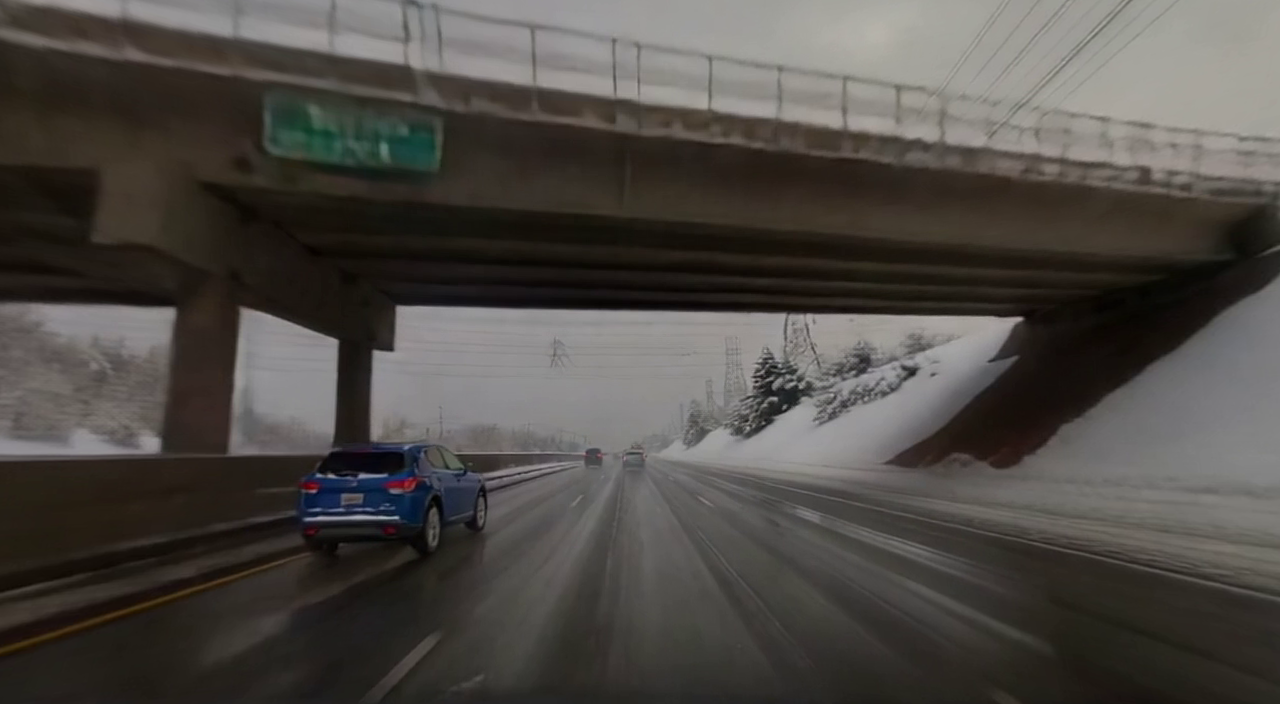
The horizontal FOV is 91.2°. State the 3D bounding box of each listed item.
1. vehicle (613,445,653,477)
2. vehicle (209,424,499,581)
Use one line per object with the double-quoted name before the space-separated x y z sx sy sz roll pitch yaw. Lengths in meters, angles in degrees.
"vehicle" -0.365 5.799 33.559 2.004 1.615 4.113 0 -9 -1
"vehicle" -3.332 1.823 8.353 1.987 1.548 3.981 0 -9 -1
